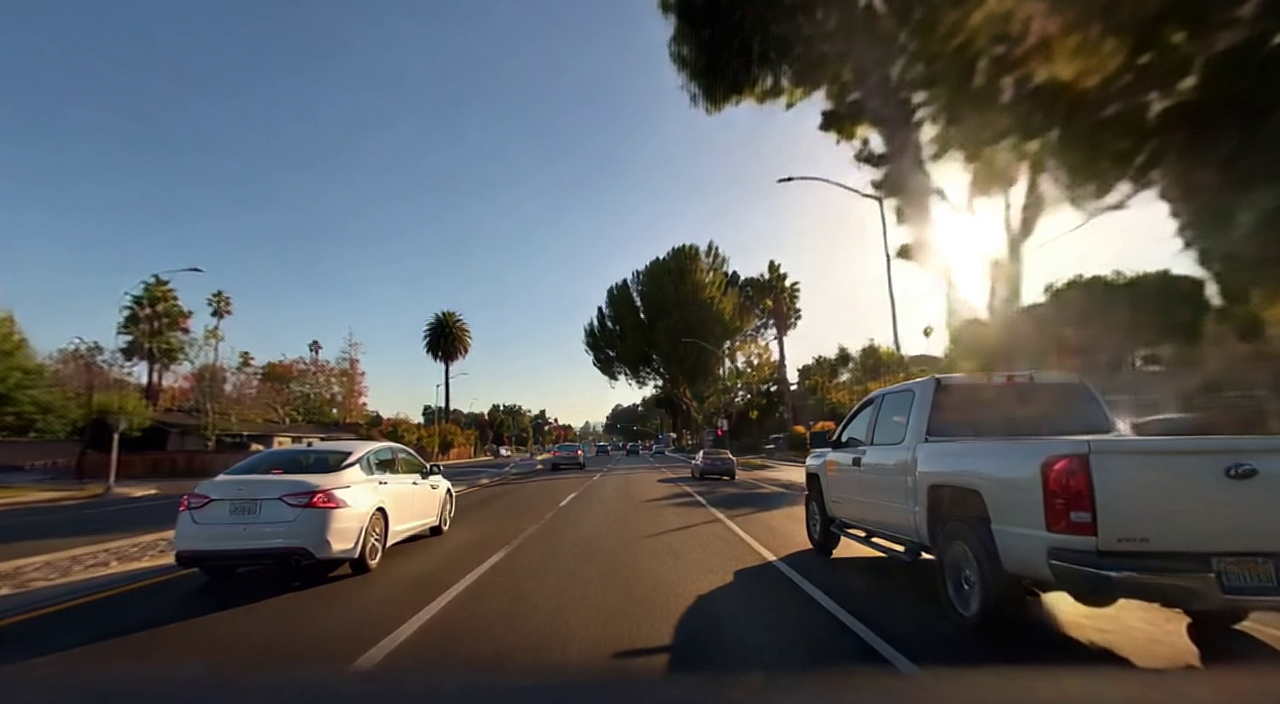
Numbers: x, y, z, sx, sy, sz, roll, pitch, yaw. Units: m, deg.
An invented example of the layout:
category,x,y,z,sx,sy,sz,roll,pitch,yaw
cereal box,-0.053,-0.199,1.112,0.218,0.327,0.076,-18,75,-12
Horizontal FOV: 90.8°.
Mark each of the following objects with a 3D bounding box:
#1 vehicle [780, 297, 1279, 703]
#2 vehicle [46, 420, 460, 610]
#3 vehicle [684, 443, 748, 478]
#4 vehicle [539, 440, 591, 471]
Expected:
category,x,y,z,sx,sy,sz,roll,pitch,yaw
vehicle,3.237,1.156,5.829,2.478,2.030,5.723,0,-9,-1
vehicle,-3.742,1.643,7.310,2.094,1.509,4.286,0,-9,0
vehicle,3.324,4.879,28.611,2.149,1.421,4.805,0,-9,-2
vehicle,-4.002,5.610,34.347,2.263,1.548,4.555,0,-9,0
